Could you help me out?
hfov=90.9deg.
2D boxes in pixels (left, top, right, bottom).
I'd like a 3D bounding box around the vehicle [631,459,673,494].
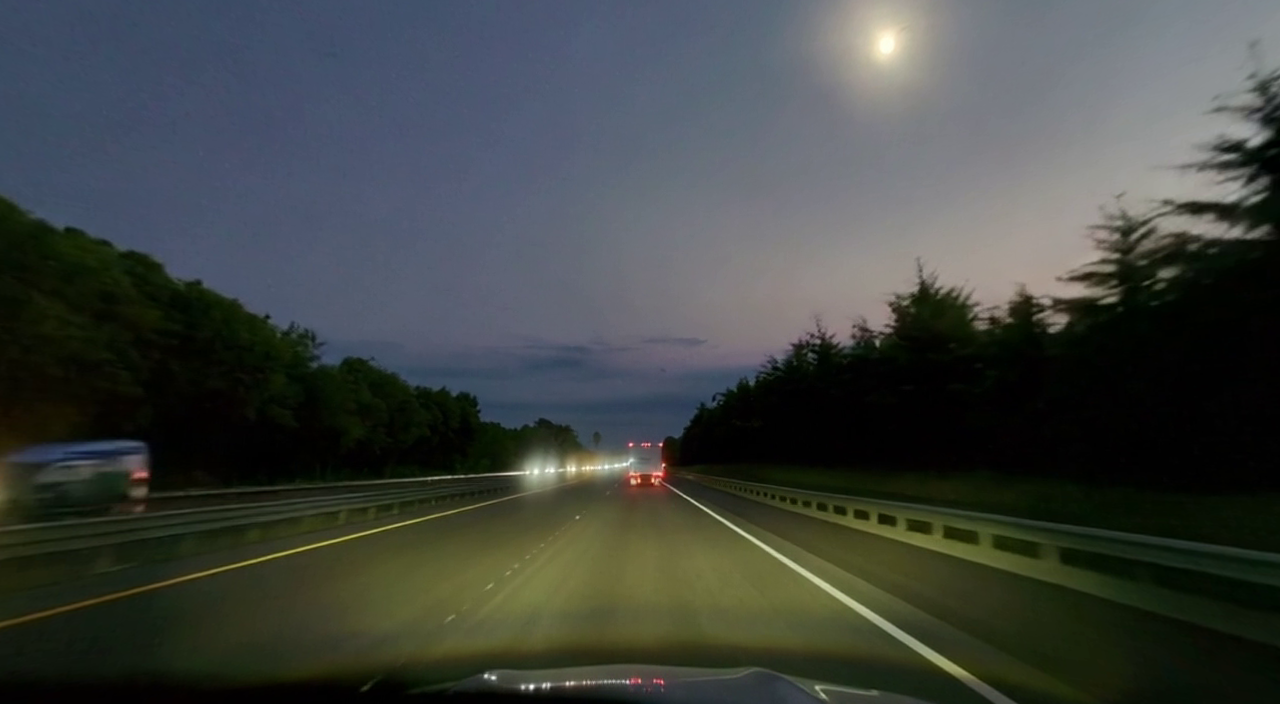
[{"bbox_3d":[0.576,6.457,32.796,2.048,1.663,4.377,1,-10,0],"label":"vehicle"}]
